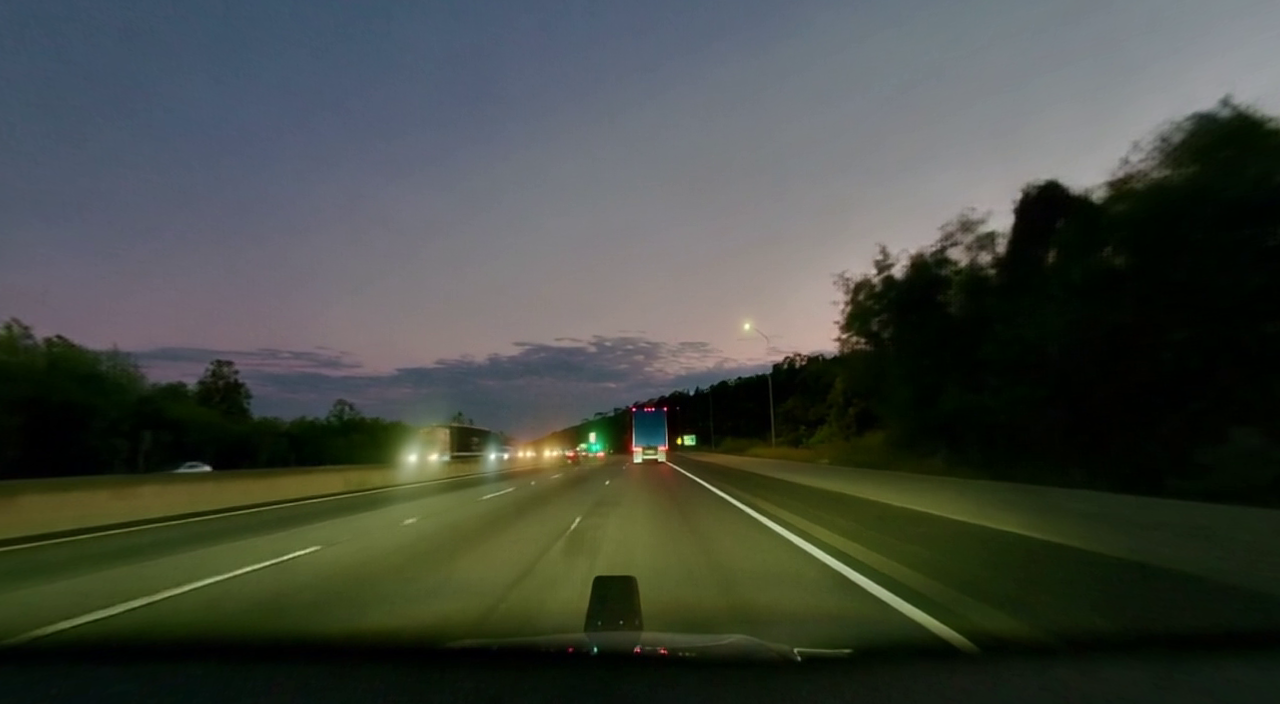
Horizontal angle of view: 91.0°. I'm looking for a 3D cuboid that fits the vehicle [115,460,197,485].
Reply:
[{"bbox_3d":[-35.484,8.816,46.374,1.871,1.622,4.890,0,-9,5],"label":"vehicle"}]
